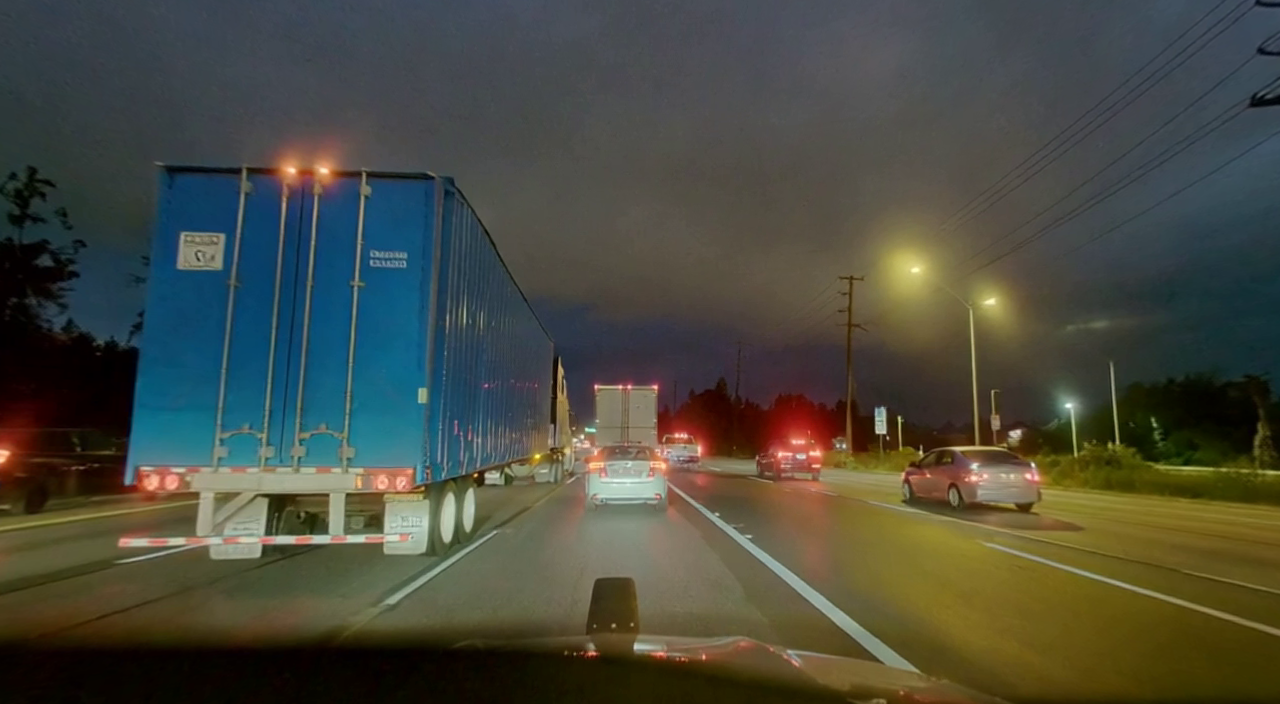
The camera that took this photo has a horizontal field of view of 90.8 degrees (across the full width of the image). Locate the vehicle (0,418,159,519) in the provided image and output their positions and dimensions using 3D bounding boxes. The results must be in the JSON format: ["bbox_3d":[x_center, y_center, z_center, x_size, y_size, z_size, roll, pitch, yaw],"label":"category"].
[{"bbox_3d":[-11.803,2.105,11.608,2.148,1.678,4.851,0,-9,-1],"label":"vehicle"}]

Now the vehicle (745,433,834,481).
[{"bbox_3d":[5.668,4.053,24.566,2.023,1.676,4.002,1,-9,-8],"label":"vehicle"}]

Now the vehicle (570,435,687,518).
[{"bbox_3d":[-0.289,2.556,13.437,2.112,1.463,4.012,0,-9,-2],"label":"vehicle"}]

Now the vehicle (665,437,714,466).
[{"bbox_3d":[3.019,6.181,39.350,1.984,1.662,4.469,2,-9,-10],"label":"vehicle"}]

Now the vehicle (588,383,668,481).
[{"bbox_3d":[-0.720,3.530,27.170,2.909,3.518,8.262,1,-9,-4],"label":"vehicle"}]

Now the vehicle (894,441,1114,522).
[{"bbox_3d":[7.325,2.609,13.323,1.878,1.406,4.164,1,-9,-5],"label":"vehicle"}]

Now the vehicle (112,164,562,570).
[{"bbox_3d":[-4.179,1.418,15.572,3.150,4.298,17.928,0,-9,-3],"label":"vehicle"}]
